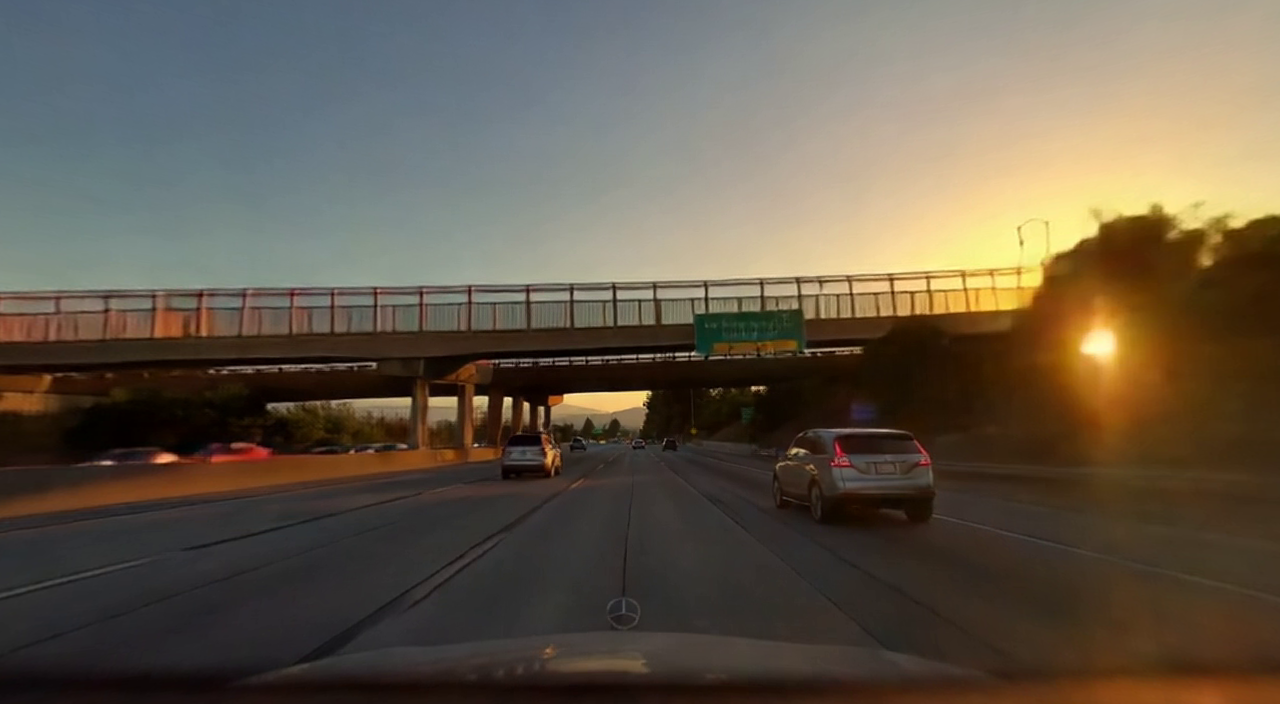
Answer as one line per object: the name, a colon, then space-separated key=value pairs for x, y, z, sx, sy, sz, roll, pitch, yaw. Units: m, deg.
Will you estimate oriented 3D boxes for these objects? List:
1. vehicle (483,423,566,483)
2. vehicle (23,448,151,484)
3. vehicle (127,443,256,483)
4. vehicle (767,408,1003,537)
vehicle: x=-3.933 y=3.569 z=22.385 sx=2.018 sy=1.872 sz=4.728 roll=0 pitch=-9 yaw=0
vehicle: x=-26.160 y=5.389 z=30.140 sx=1.986 sy=1.567 sz=4.535 roll=0 pitch=-9 yaw=0
vehicle: x=-18.603 y=4.607 z=26.551 sx=1.915 sy=1.518 sz=4.778 roll=0 pitch=-9 yaw=0
vehicle: x=3.809 y=1.992 z=10.954 sx=2.185 sy=1.749 sz=4.477 roll=0 pitch=-9 yaw=-1
